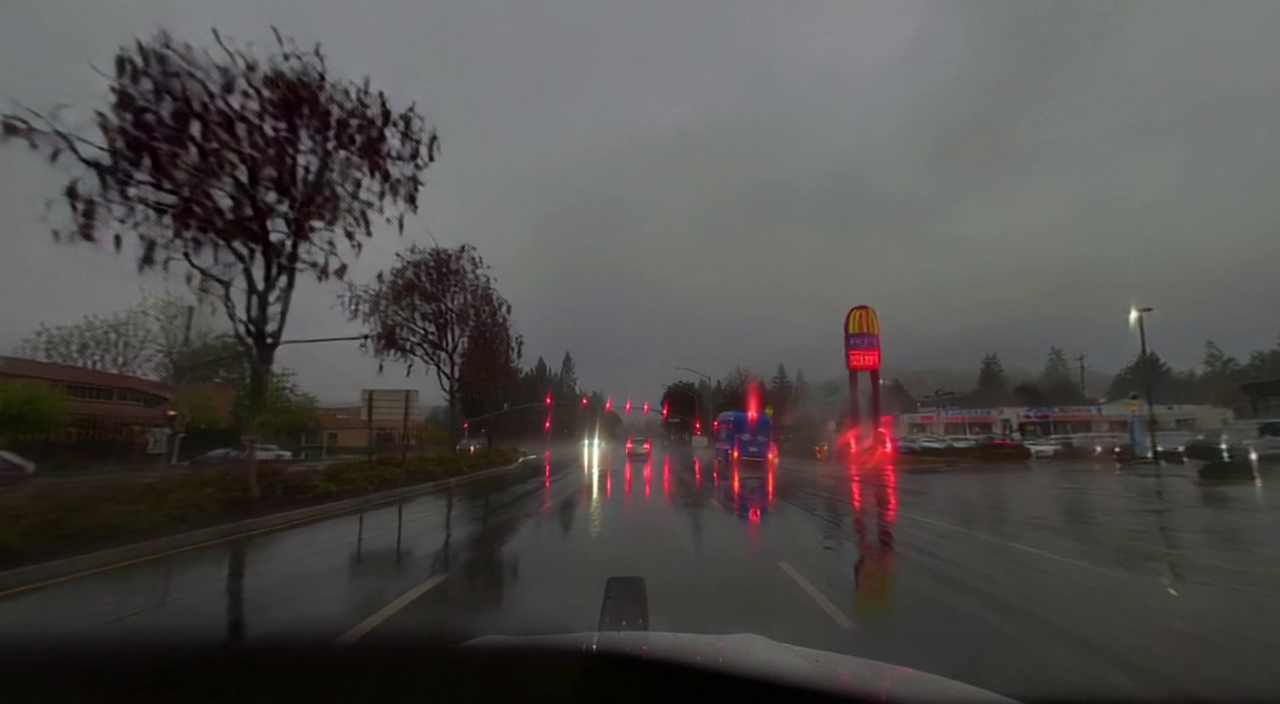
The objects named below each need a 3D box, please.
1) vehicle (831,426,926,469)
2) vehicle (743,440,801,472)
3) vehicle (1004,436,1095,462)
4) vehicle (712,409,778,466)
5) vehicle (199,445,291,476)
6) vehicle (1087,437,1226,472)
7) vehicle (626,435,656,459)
[{"bbox_3d":[13.643,5.413,35.905,5.354,2.214,2.504,6,-11,-38],"label":"vehicle"},{"bbox_3d":[6.673,5.295,32.328,1.980,1.473,4.537,0,-8,0],"label":"vehicle"},{"bbox_3d":[25.969,6.196,40.199,4.545,1.571,1.769,-4,-9,25],"label":"vehicle"},{"bbox_3d":[6.727,5.662,41.625,2.891,3.361,7.843,0,-8,0],"label":"vehicle"},{"bbox_3d":[-22.862,6.254,36.755,1.936,1.654,4.857,-1,-8,4],"label":"vehicle"},{"bbox_3d":[23.934,4.767,29.504,4.744,1.481,1.855,-6,-10,33],"label":"vehicle"},{"bbox_3d":[0.091,7.246,48.154,2.209,1.718,4.008,-1,-8,1],"label":"vehicle"}]
